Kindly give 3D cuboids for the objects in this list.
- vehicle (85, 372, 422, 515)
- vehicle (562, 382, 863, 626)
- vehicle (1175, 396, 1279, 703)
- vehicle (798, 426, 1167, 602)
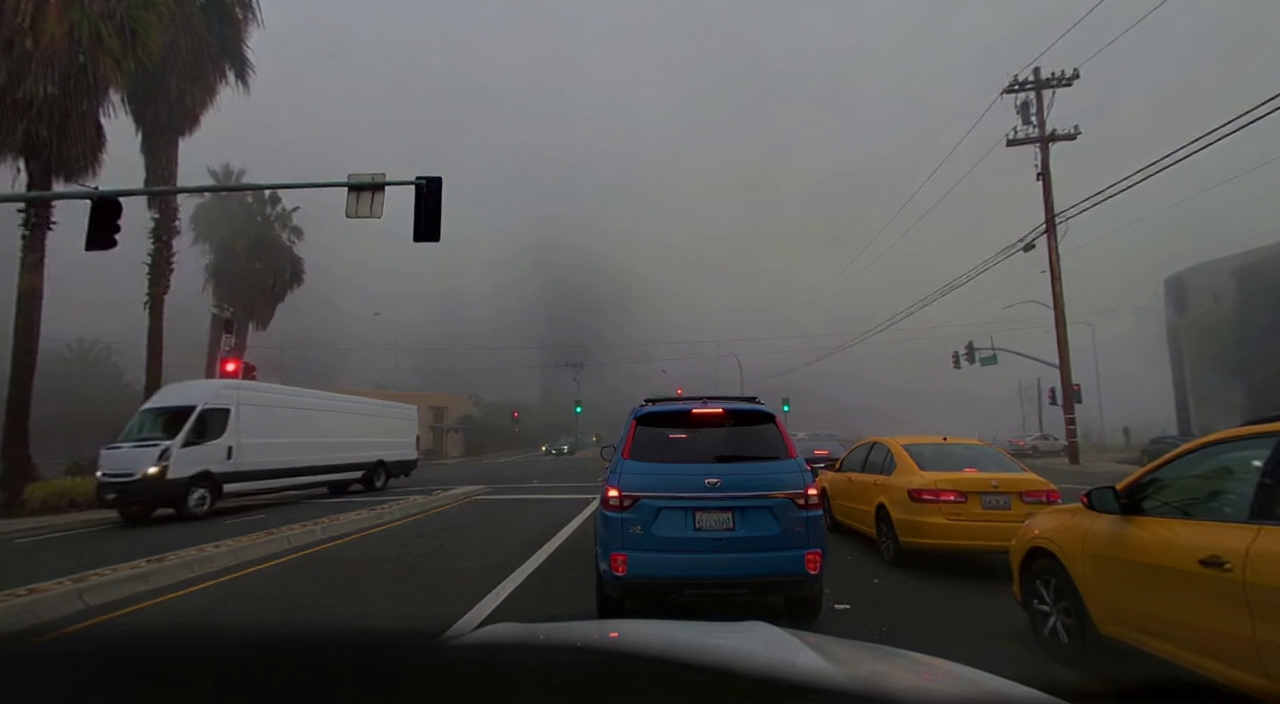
[{"bbox_3d":[-12.764,3.367,23.190,2.973,3.889,11.535,-2,-9,14],"label":"vehicle"},{"bbox_3d":[0.461,1.438,6.880,2.228,1.780,4.269,0,-9,-2],"label":"vehicle"},{"bbox_3d":[3.365,0.651,0.664,1.805,1.485,4.348,0,-9,1],"label":"vehicle"},{"bbox_3d":[3.440,1.686,7.503,1.895,1.456,4.255,0,-9,-2],"label":"vehicle"}]
